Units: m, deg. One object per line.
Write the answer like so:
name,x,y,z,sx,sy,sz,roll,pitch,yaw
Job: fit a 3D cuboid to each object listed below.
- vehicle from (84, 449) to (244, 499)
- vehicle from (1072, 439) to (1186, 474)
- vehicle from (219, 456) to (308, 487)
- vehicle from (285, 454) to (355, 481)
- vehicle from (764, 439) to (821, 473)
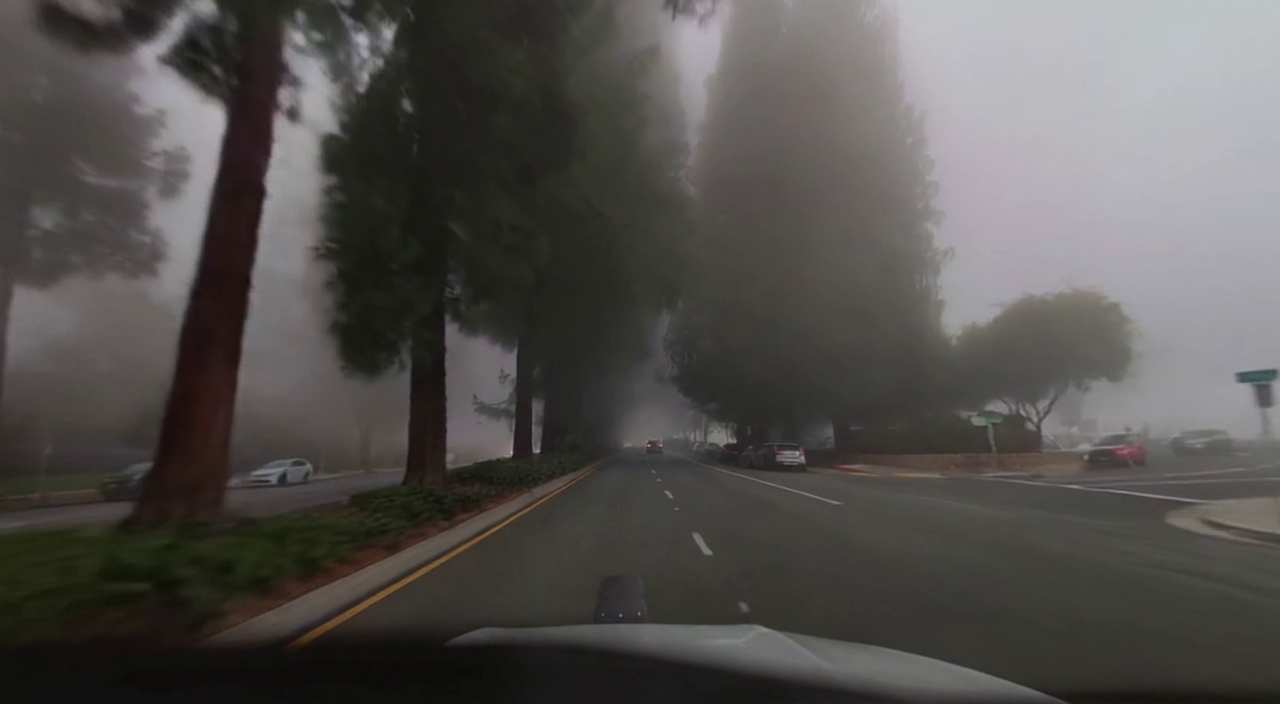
vehicle,-20.141,5.143,27.240,2.208,1.882,5.826,-1,-9,2
vehicle,23.638,5.024,30.580,4.518,1.599,1.850,2,-9,-14
vehicle,-19.860,6.306,33.575,1.795,1.452,4.718,0,-9,1
vehicle,-19.838,7.174,39.463,1.840,1.464,4.781,0,-9,1
vehicle,9.040,6.181,37.800,1.994,1.738,4.622,5,-9,-2
